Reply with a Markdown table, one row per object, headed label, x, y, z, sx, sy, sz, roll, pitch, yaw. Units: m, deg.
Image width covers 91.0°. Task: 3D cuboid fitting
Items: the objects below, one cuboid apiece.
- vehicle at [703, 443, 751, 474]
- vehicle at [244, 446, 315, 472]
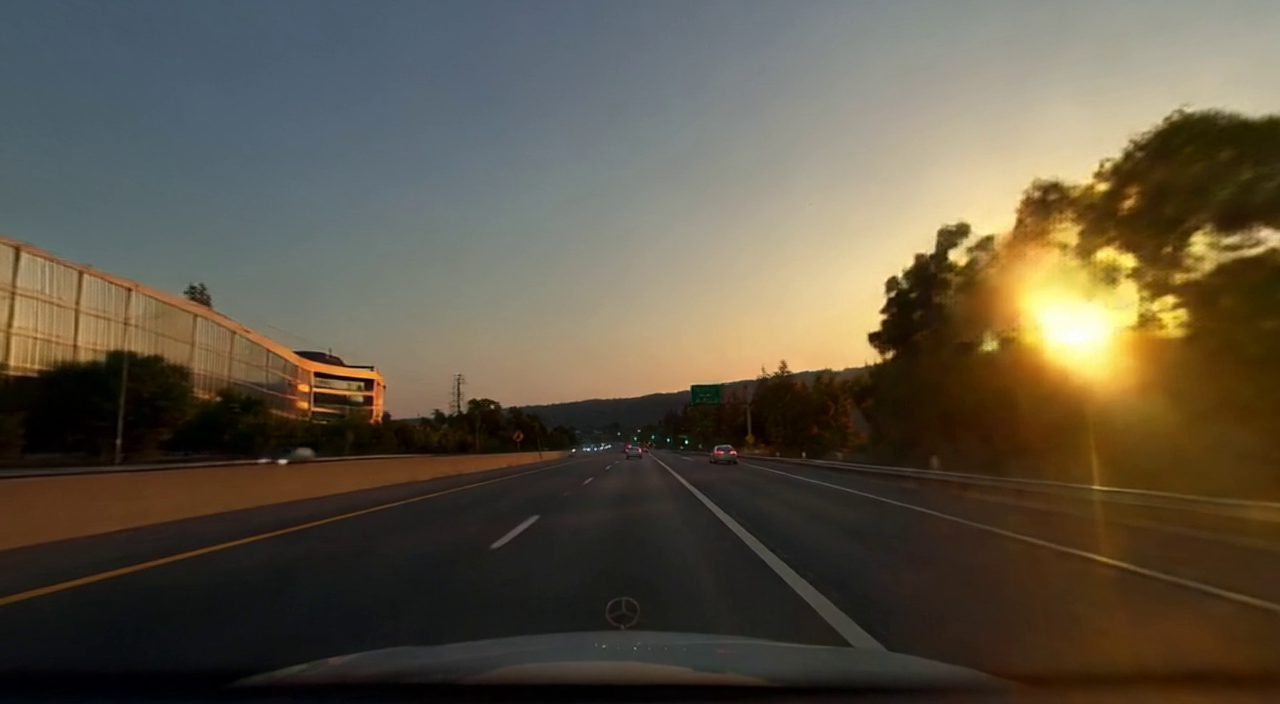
| label | x | y | z | sx | sy | sz | roll | pitch | yaw |
| --- | --- | --- | --- | --- | --- | --- | --- | --- | --- |
| vehicle | 4.876 | 6.025 | 35.813 | 2.085 | 1.594 | 4.848 | 0 | -9 | 1 |
| vehicle | -24.012 | 7.102 | 42.126 | 1.958 | 1.646 | 4.547 | 0 | -9 | 2 |
